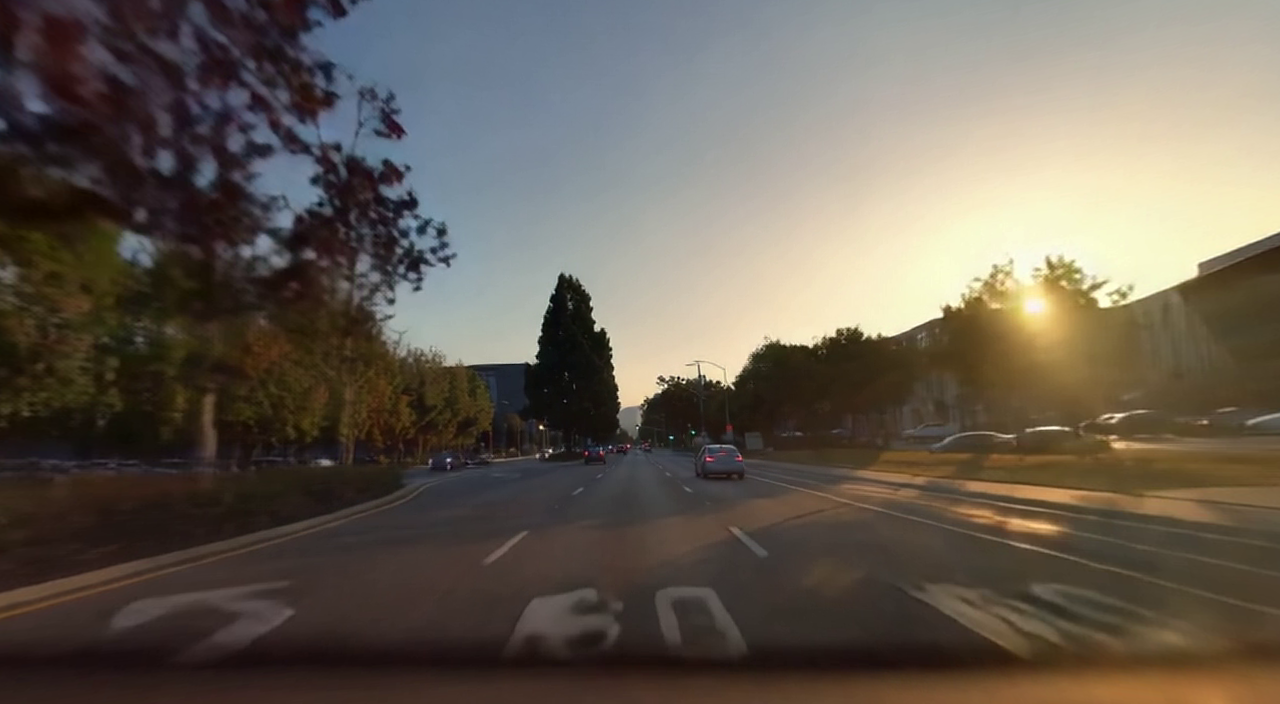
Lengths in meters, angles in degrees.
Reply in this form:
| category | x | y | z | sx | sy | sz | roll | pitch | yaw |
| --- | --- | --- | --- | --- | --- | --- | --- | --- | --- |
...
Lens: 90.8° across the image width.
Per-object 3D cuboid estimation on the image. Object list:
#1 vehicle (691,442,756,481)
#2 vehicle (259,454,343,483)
| category | x | y | z | sx | sy | sz | roll | pitch | yaw |
| --- | --- | --- | --- | --- | --- | --- | --- | --- | --- |
| vehicle | 3.325 | 4.447 | 26.056 | 1.966 | 1.449 | 4.290 | 0 | -8 | -2 |
| vehicle | -23.245 | 7.972 | 43.458 | 2.025 | 1.792 | 4.643 | -5 | -10 | 29 |
